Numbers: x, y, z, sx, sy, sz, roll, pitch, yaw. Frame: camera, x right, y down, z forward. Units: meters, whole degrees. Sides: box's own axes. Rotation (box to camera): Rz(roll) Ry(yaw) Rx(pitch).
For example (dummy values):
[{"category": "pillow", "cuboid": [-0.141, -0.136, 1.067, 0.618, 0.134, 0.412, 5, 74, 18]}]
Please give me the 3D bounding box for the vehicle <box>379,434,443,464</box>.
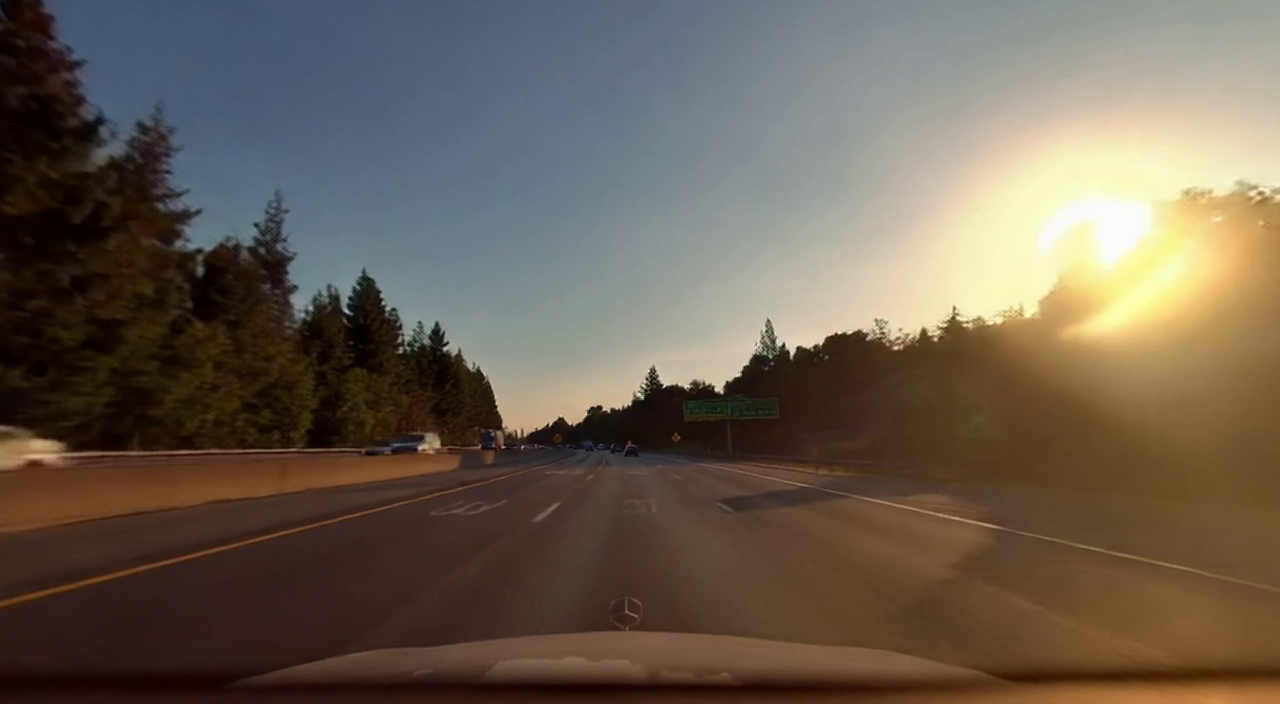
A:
[{"category": "vehicle", "cuboid": [-12.941, 5.530, 35.921, 1.995, 1.588, 4.680, 0, -9, -2]}]
